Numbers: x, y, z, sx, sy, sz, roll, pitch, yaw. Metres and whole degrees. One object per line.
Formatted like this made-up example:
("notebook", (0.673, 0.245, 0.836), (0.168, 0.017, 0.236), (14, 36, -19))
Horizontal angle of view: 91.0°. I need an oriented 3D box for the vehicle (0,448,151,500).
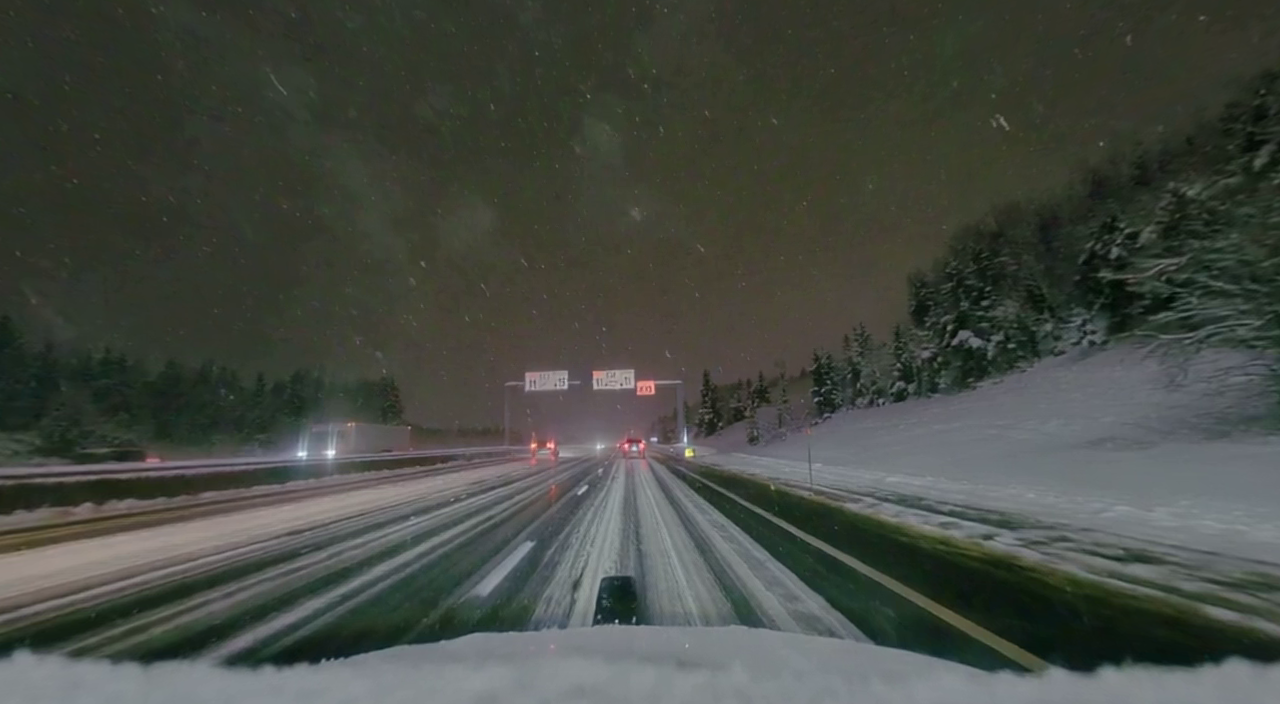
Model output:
("vehicle", (-22.432, 4.756, 25.074), (2.111, 1.806, 4.729), (0, -8, -1))
